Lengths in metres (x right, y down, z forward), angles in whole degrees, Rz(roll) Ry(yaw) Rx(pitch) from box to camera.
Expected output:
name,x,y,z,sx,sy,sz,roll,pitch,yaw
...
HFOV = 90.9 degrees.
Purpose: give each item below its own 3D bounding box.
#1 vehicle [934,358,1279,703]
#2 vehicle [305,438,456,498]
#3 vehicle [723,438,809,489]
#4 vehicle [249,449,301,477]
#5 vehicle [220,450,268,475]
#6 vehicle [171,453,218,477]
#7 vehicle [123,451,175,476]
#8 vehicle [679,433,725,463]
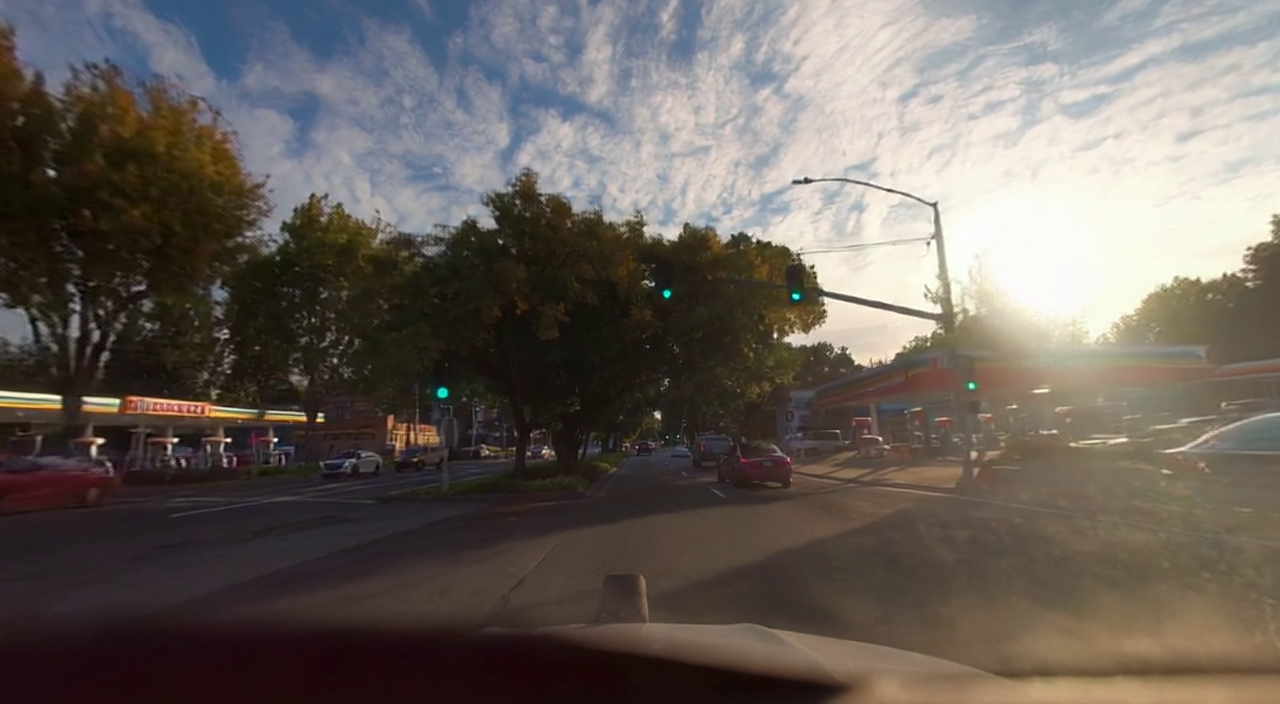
name,x,y,z,sx,sy,sz,roll,pitch,yaw
vehicle,3.829,0.991,3.684,1.875,1.665,4.931,0,-8,1
vehicle,-8.191,3.667,20.610,2.842,1.476,4.980,-3,-7,0
vehicle,3.933,3.547,20.390,1.871,1.442,4.122,0,-8,-1
vehicle,-28.294,8.583,48.998,2.064,2.002,4.835,2,-9,-13
vehicle,-31.069,8.623,49.562,2.169,1.834,3.779,2,-9,-16
vehicle,-33.895,8.556,48.086,1.803,1.675,3.674,2,-9,-18
vehicle,-36.011,8.136,46.328,1.755,1.670,3.889,3,-9,-19
vehicle,4.193,6.668,43.860,2.611,1.983,5.165,0,-8,-1
